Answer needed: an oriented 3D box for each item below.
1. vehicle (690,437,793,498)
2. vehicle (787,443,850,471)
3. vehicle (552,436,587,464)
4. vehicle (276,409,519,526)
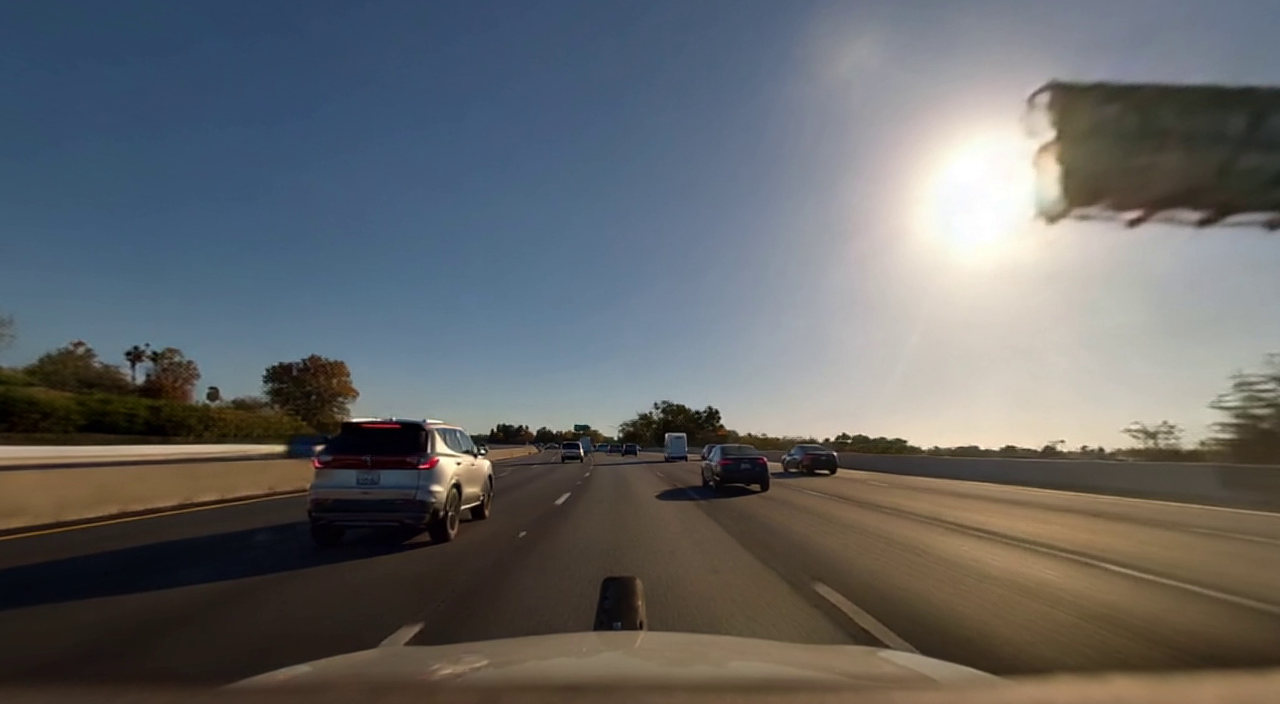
[{"bbox_3d":[2.739,3.258,18.183,2.053,1.510,4.400,0,-8,-2],"label":"vehicle"},{"bbox_3d":[10.108,5.977,36.111,2.105,1.496,4.393,0,-8,-3],"label":"vehicle"},{"bbox_3d":[-4.902,6.920,44.485,2.149,1.843,4.348,1,-9,-2],"label":"vehicle"},{"bbox_3d":[-4.425,2.273,13.024,2.684,1.839,5.803,0,-8,0],"label":"vehicle"}]
